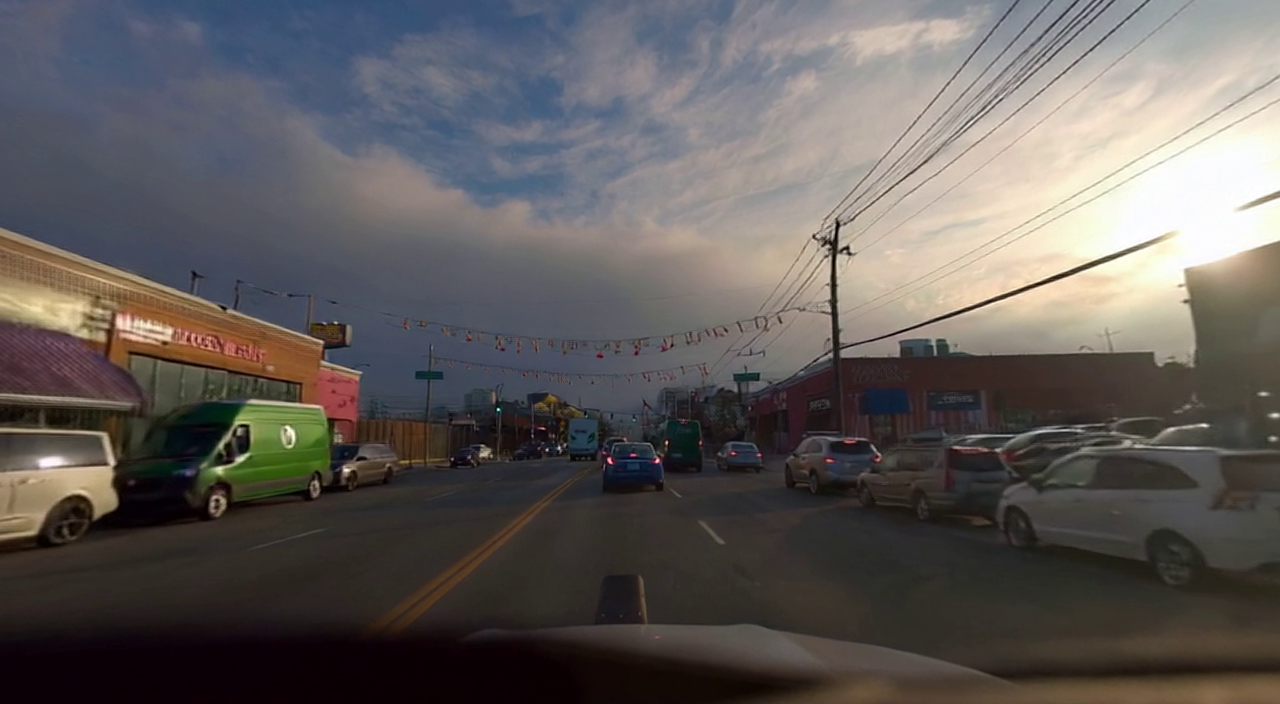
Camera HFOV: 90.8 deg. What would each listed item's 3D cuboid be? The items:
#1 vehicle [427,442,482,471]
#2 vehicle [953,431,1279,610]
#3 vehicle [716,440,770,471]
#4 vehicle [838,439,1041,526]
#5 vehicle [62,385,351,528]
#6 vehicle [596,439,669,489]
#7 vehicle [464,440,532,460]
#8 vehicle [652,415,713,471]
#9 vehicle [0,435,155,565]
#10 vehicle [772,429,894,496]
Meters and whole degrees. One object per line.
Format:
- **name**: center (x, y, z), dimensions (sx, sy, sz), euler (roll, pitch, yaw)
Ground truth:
- **vehicle**: center (-10.542, 5.974, 36.220), dimensions (1.962, 1.529, 4.109), euler (2, -9, -2)
- **vehicle**: center (5.858, 1.727, 7.495), dimensions (2.012, 1.470, 4.394), euler (0, -8, 0)
- **vehicle**: center (5.274, 5.350, 32.778), dimensions (1.824, 1.481, 4.057), euler (1, -8, -4)
- **vehicle**: center (5.865, 2.576, 13.176), dimensions (1.876, 1.471, 4.657), euler (0, -8, -1)
- **vehicle**: center (-9.669, 2.426, 15.068), dimensions (2.724, 2.739, 5.663), euler (0, -8, 1)
- **vehicle**: center (-0.297, 3.594, 20.660), dimensions (2.112, 1.464, 4.411), euler (0, -8, -2)
- **vehicle**: center (-11.011, 7.619, 49.128), dimensions (4.877, 1.477, 1.826), euler (1, -8, -4)
- **vehicle**: center (2.033, 4.694, 32.429), dimensions (2.649, 2.583, 5.800), euler (0, -8, -1)
- **vehicle**: center (-9.684, 1.956, 8.260), dimensions (2.256, 1.722, 5.644), euler (0, -8, -1)
- **vehicle**: center (5.686, 3.330, 19.414), dimensions (2.079, 1.788, 4.974), euler (0, -8, -1)
